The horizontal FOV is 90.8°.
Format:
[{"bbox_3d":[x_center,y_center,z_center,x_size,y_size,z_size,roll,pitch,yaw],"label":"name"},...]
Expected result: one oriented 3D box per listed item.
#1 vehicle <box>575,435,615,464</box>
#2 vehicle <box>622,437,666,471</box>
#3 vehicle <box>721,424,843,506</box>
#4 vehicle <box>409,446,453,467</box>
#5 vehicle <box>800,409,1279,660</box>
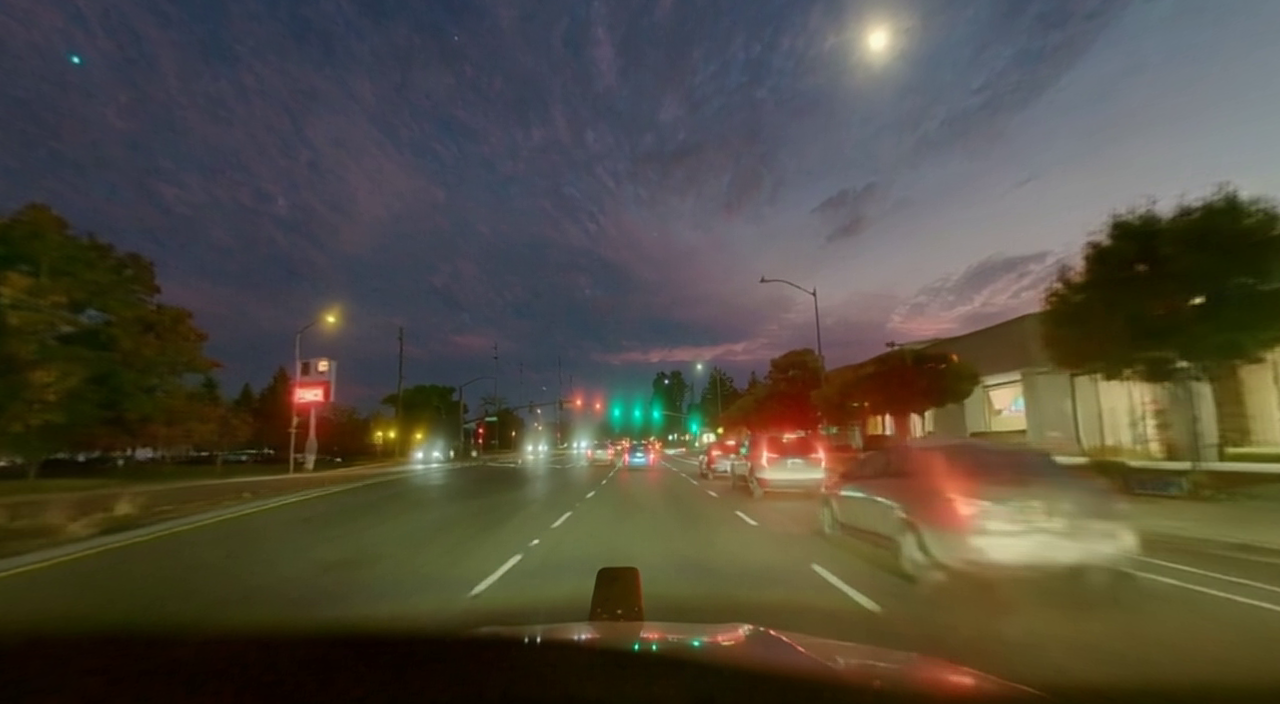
[{"bbox_3d":[-2.905,6.456,41.862,2.280,1.810,4.903,0,-8,0],"label":"vehicle"},{"bbox_3d":[0.159,5.054,31.399,2.023,1.532,3.891,0,-8,-1],"label":"vehicle"},{"bbox_3d":[3.248,2.704,15.545,2.037,1.673,4.844,-1,-8,2],"label":"vehicle"},{"bbox_3d":[-15.535,7.798,47.238,1.846,1.433,4.274,0,-8,0],"label":"vehicle"},{"bbox_3d":[3.125,1.440,6.188,1.864,1.484,4.662,0,-8,0],"label":"vehicle"}]
